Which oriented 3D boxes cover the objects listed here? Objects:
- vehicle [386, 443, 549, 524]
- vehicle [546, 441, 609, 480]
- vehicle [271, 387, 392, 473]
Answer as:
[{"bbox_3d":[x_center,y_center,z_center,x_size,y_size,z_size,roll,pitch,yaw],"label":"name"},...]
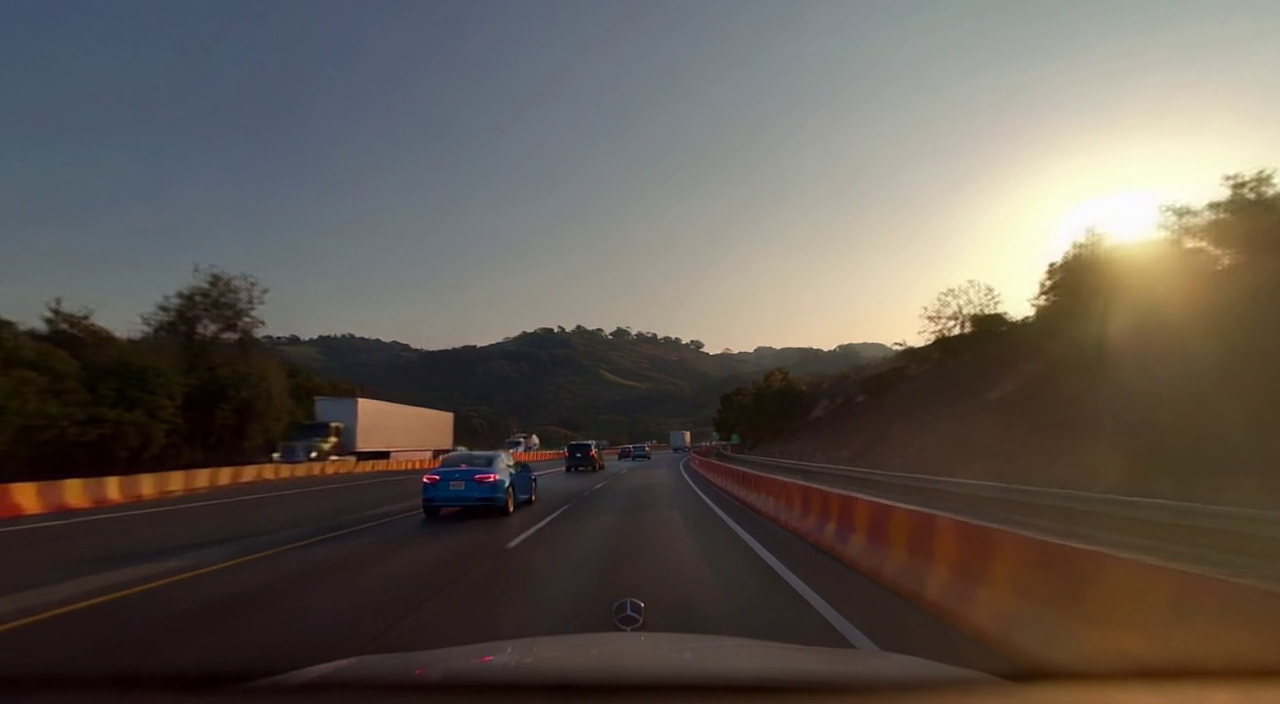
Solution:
[{"bbox_3d":[-3.168,2.508,12.533,2.061,1.330,3.928,0,-9,1],"label":"vehicle"},{"bbox_3d":[-2.539,4.569,26.729,2.094,1.480,4.124,0,-9,2],"label":"vehicle"},{"bbox_3d":[-16.549,4.329,34.442,3.005,4.223,6.332,-1,-9,2],"label":"vehicle"}]
